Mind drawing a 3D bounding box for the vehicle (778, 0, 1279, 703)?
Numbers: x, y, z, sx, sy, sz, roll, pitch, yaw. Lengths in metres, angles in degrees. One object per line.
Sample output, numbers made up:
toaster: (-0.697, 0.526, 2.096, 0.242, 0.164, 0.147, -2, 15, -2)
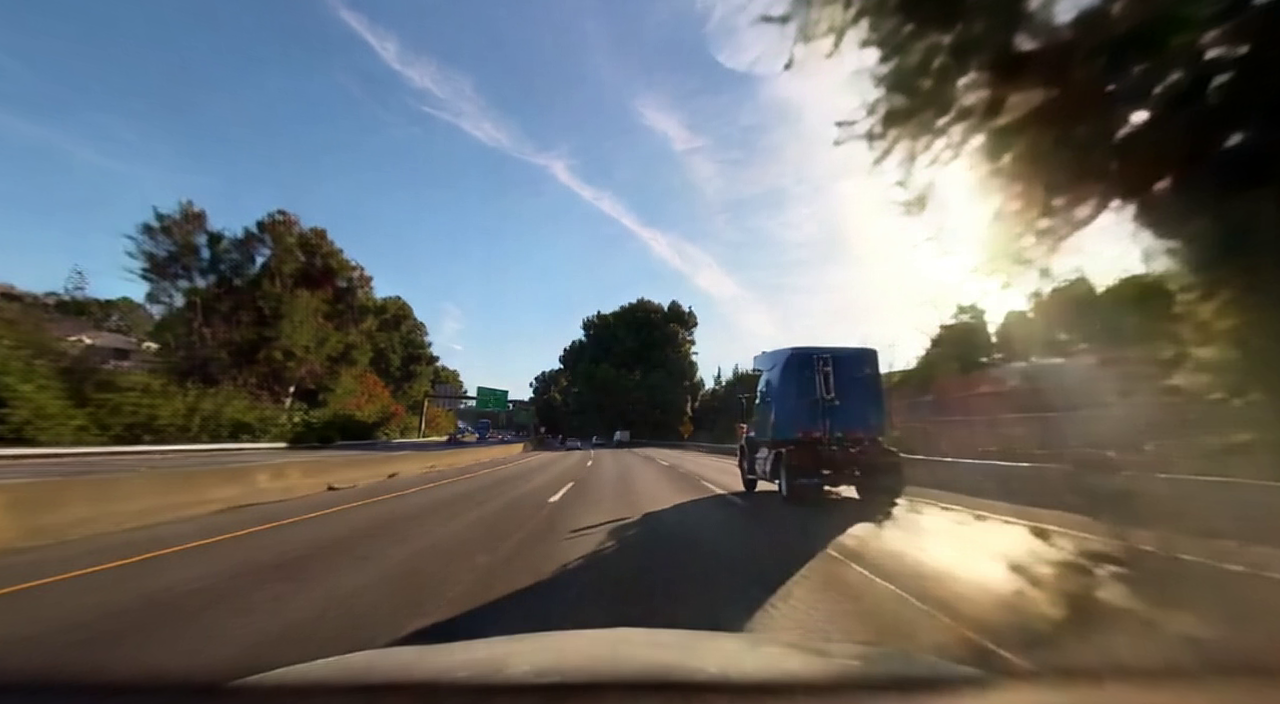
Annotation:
vehicle: (4.058, -0.127, 4.169, 2.910, 4.051, 14.278, 0, -8, -1)
